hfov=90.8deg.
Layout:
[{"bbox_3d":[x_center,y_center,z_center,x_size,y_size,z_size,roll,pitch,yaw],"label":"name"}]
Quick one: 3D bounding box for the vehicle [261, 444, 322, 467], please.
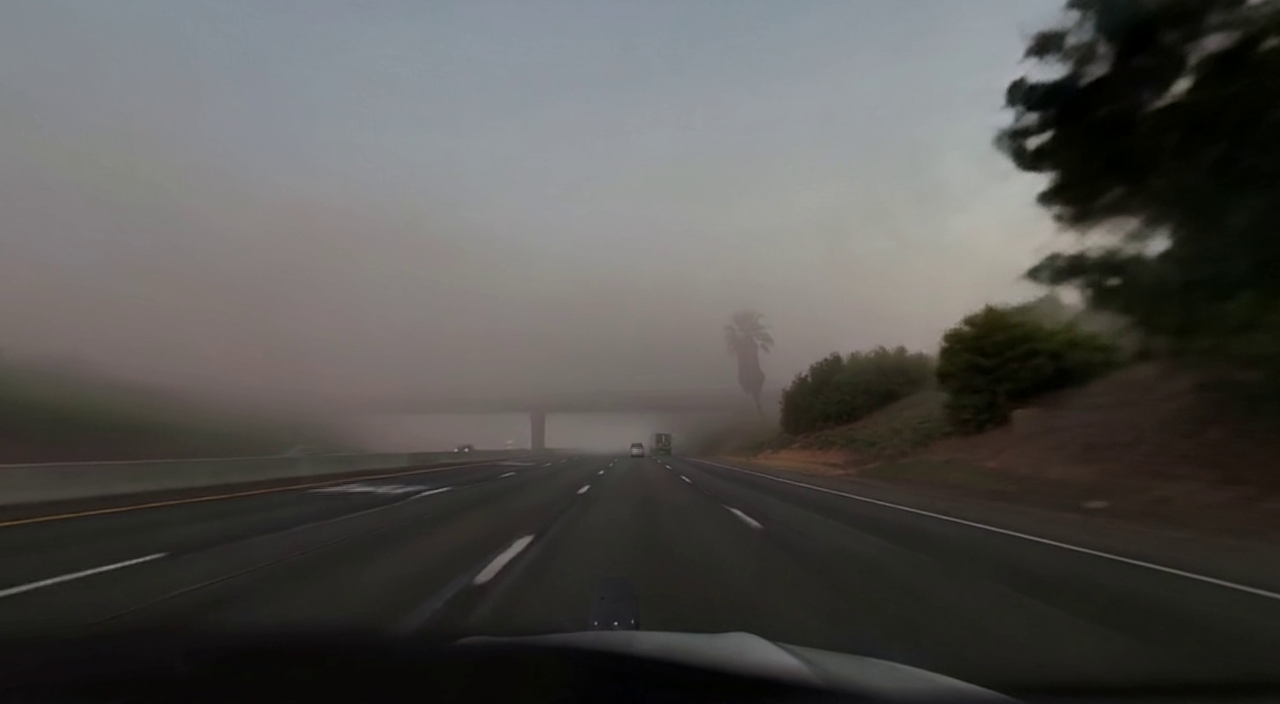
[{"bbox_3d":[-25.110,7.446,45.679,1.847,1.534,4.527,0,-8,0],"label":"vehicle"}]
